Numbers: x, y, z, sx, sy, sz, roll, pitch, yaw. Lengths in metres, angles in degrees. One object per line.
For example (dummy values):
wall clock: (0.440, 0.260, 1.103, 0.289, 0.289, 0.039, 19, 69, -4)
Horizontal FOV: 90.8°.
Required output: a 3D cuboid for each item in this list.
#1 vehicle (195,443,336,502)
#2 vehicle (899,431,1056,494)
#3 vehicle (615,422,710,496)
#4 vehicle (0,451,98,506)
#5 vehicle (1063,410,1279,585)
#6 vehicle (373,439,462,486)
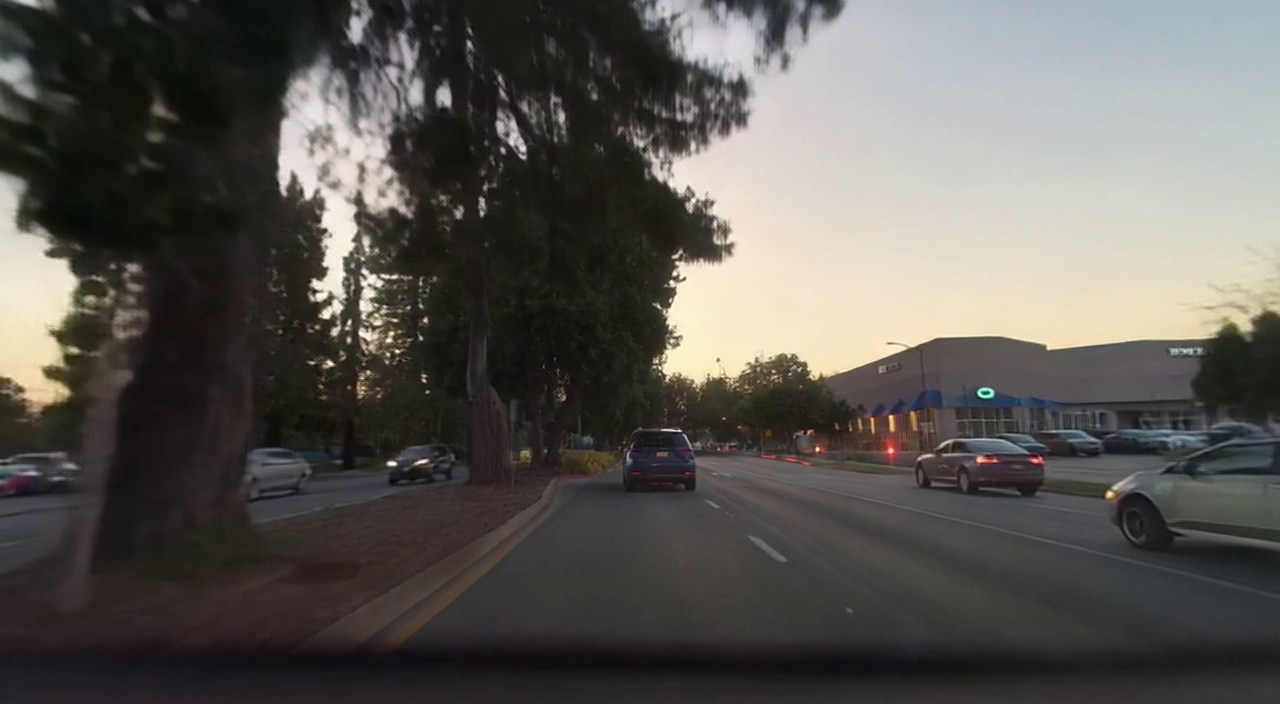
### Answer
vehicle: (-12.271, 3.936, 21.142, 2.054, 1.749, 4.443, 0, -8, -1)
vehicle: (9.155, 3.027, 17.651, 1.894, 1.517, 4.419, 0, -8, -1)
vehicle: (0.474, 3.085, 18.618, 2.300, 1.870, 4.936, 0, -8, -4)
vehicle: (-25.213, 4.987, 25.252, 5.966, 1.957, 2.305, -3, -9, 16)
vehicle: (6.477, 1.314, 5.895, 1.994, 1.488, 4.313, 0, -8, -1)
vehicle: (-9.271, 4.625, 26.758, 2.104, 1.778, 4.520, 0, -8, 0)
